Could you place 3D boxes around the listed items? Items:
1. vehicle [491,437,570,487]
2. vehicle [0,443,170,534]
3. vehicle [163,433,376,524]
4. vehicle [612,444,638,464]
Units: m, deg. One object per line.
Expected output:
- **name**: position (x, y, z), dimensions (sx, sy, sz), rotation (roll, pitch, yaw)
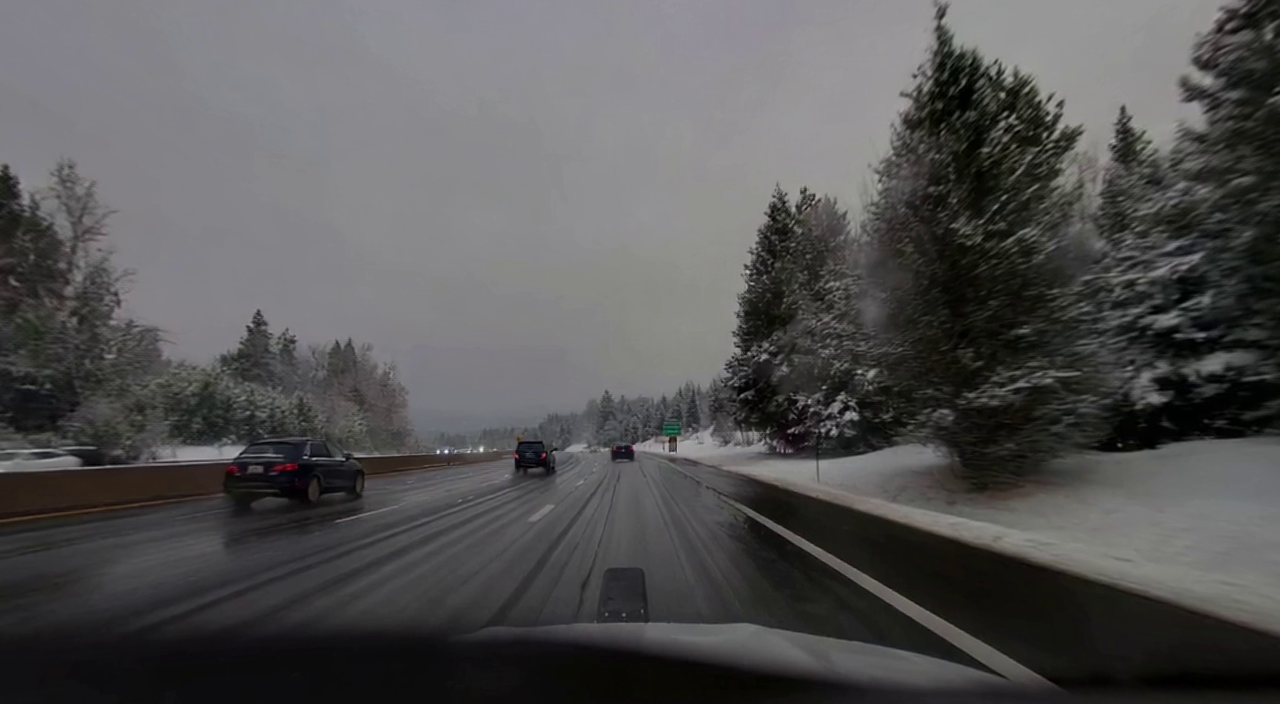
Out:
- **vehicle**: position (-3.776, 3.874, 22.599), dimensions (1.991, 1.610, 4.606), rotation (0, -8, 0)
- **vehicle**: position (-11.643, 2.470, 11.831), dimensions (2.028, 1.499, 4.702), rotation (0, -8, 0)
- **vehicle**: position (-7.551, 2.580, 13.450), dimensions (2.086, 1.628, 4.039), rotation (0, -8, -1)
- **vehicle**: position (-1.199, 7.730, 47.797), dimensions (1.881, 1.460, 3.694), rotation (0, -8, -3)
